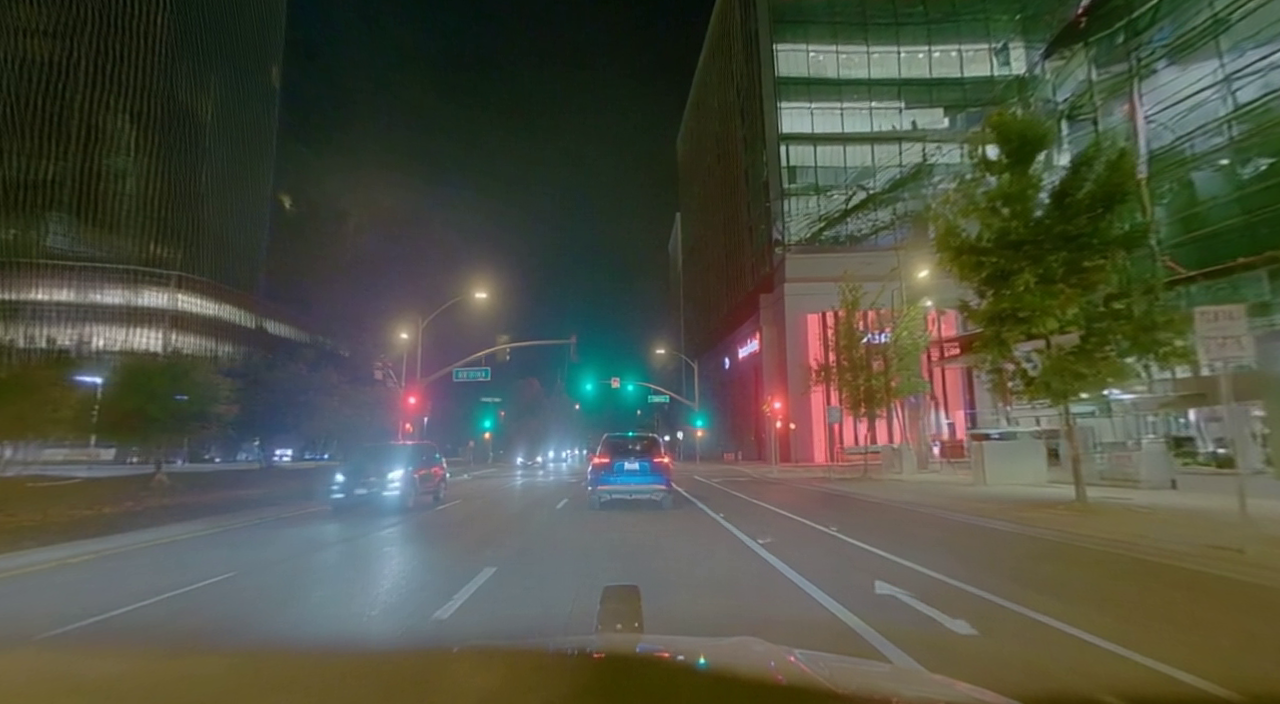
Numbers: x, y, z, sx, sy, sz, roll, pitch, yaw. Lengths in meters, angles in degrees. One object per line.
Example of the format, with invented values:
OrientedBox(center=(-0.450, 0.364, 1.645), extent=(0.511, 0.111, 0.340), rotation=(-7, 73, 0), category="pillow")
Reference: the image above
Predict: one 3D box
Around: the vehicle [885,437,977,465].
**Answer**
OrientedBox(center=(16.770, 5.714, 36.493), extent=(4.422, 1.563, 1.751), rotation=(0, -9, -2), category="vehicle")

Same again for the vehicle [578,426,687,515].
OrientedBox(center=(-0.221, 2.690, 14.845), extent=(2.183, 1.765, 4.059), rotation=(0, -8, -2), category="vehicle")

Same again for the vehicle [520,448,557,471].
OrientedBox(center=(-6.976, 7.429, 43.916), extent=(1.908, 1.475, 4.337), rotation=(0, -8, 0), category="vehicle")

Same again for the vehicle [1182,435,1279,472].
OrientedBox(center=(28.776, 4.708, 29.440), extent=(5.161, 1.610, 2.024), rotation=(0, -8, -2), category="vehicle")

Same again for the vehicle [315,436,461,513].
OrientedBox(center=(-6.149, 3.008, 16.046), extent=(2.028, 1.655, 4.189), rotation=(0, -8, -1), category="vehicle")

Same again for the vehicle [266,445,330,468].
OrientedBox(center=(-26.883, 8.201, 49.674), extent=(4.393, 1.730, 2.151), rotation=(-5, -9, 25), category="vehicle")
